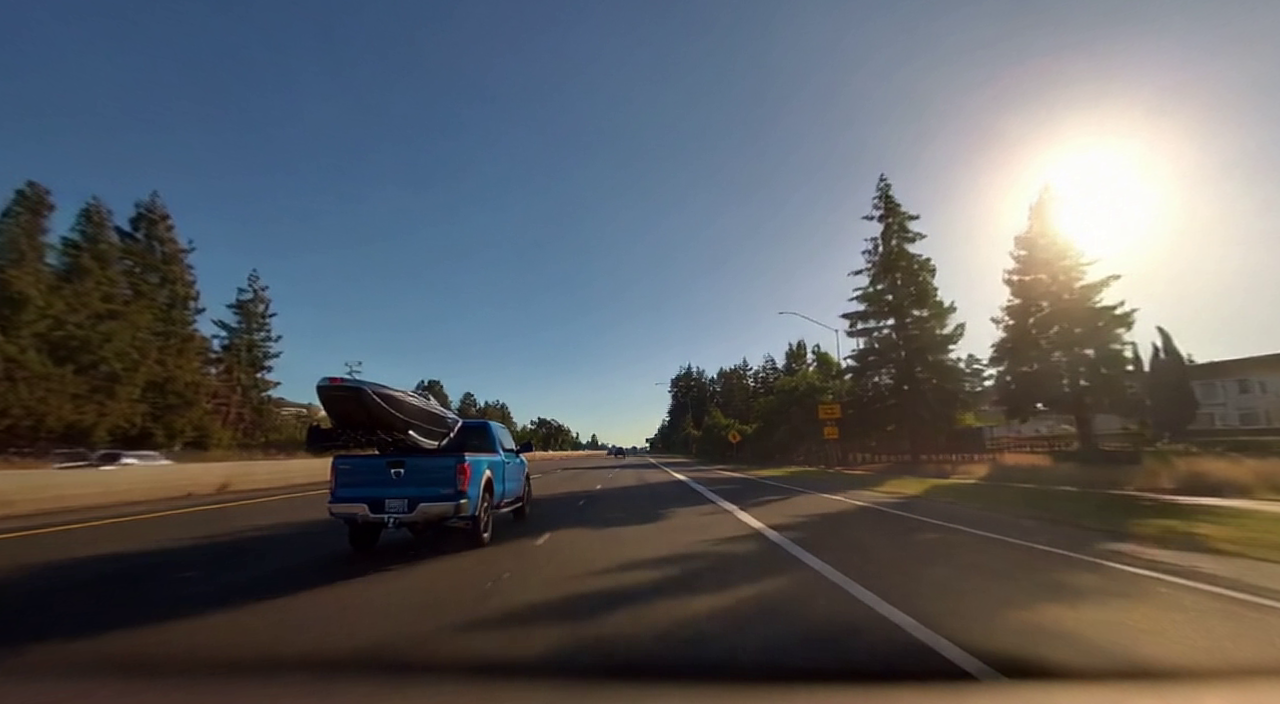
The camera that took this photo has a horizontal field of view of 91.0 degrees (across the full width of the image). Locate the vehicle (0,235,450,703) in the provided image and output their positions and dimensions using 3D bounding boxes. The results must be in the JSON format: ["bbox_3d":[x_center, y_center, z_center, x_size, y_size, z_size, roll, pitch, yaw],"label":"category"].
[{"bbox_3d":[-2.787,0.843,3.134,1.919,1.935,5.609,0,-9,0],"label":"vehicle"}]
